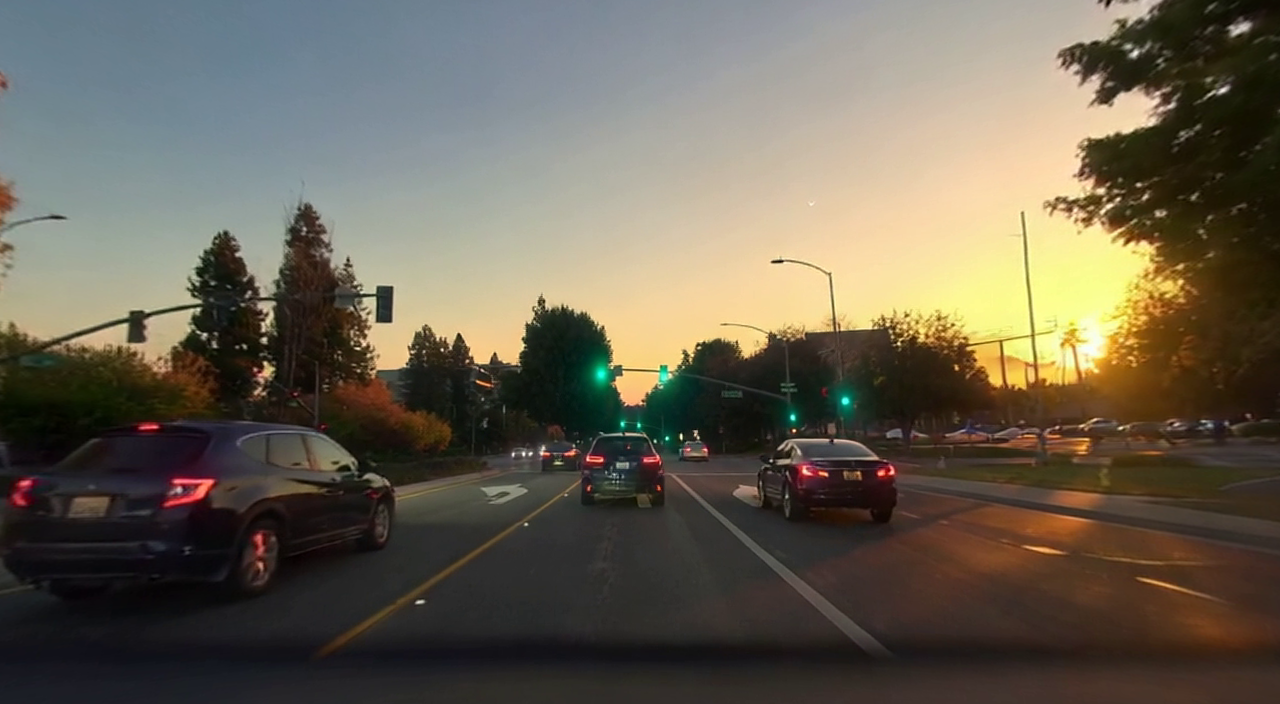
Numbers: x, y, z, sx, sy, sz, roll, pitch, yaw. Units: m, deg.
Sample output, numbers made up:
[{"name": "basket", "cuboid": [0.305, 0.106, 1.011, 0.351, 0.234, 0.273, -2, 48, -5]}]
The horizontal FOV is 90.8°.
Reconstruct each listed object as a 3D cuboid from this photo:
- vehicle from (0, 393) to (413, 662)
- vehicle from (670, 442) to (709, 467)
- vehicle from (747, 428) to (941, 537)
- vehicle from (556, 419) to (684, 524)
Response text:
[{"name": "vehicle", "cuboid": [-3.794, 1.354, 5.890, 1.823, 1.602, 4.061, 0, -8, 0]}, {"name": "vehicle", "cuboid": [3.150, 6.645, 41.160, 2.171, 1.469, 4.420, 0, -8, 0]}, {"name": "vehicle", "cuboid": [3.307, 2.198, 11.246, 2.068, 1.541, 4.041, 0, -8, 0]}, {"name": "vehicle", "cuboid": [-0.354, 2.317, 12.731, 2.150, 1.725, 4.096, 0, -8, -1]}]
